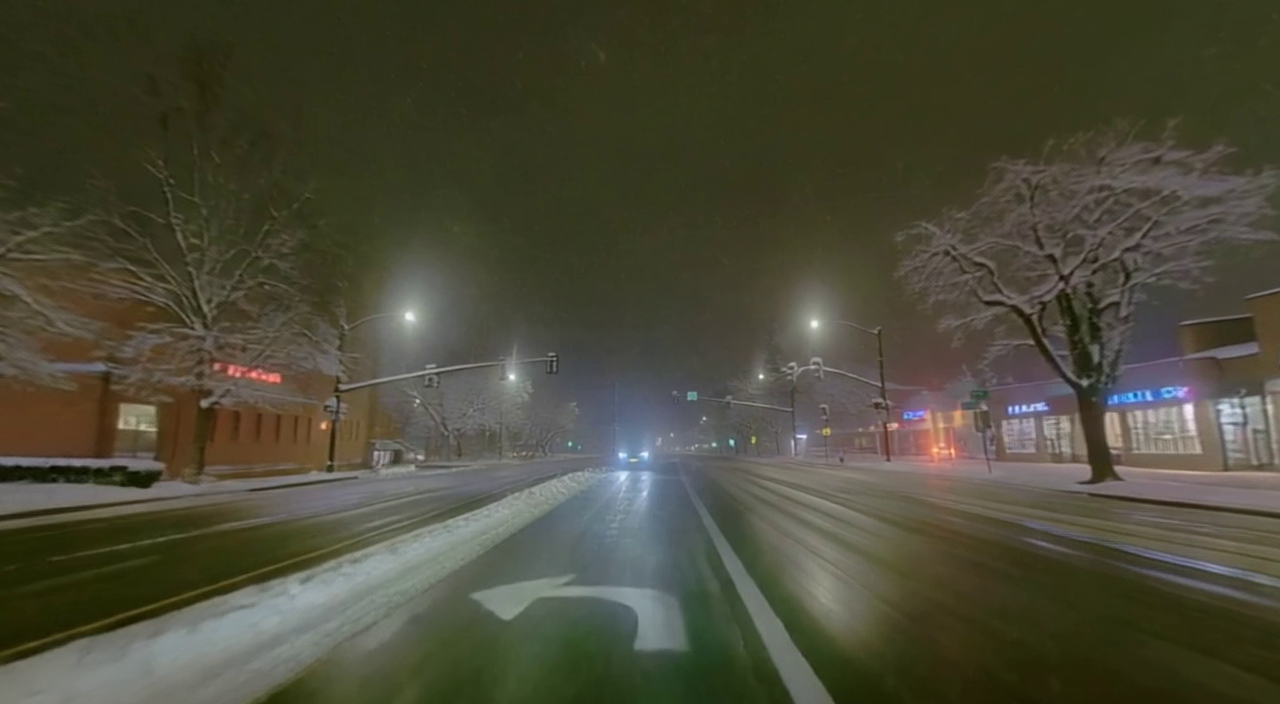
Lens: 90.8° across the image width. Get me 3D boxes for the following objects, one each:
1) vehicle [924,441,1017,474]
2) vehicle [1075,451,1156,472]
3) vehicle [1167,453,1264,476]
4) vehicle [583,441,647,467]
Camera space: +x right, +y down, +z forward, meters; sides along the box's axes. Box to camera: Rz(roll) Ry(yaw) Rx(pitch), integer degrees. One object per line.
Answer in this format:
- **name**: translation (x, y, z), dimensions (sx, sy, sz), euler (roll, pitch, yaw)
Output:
- **vehicle**: translation (23.666, 7.552, 45.540), dimensions (2.195, 2.201, 5.616), euler (5, -10, -26)
- **vehicle**: translation (37.446, 8.595, 49.871), dimensions (1.868, 1.566, 4.647), euler (5, -10, -28)
- **vehicle**: translation (40.530, 7.881, 44.596), dimensions (1.790, 1.474, 4.620), euler (4, -9, -25)
- **vehicle**: translation (-1.794, 7.165, 44.567), dimensions (2.010, 1.728, 4.408), euler (8, -12, -44)
